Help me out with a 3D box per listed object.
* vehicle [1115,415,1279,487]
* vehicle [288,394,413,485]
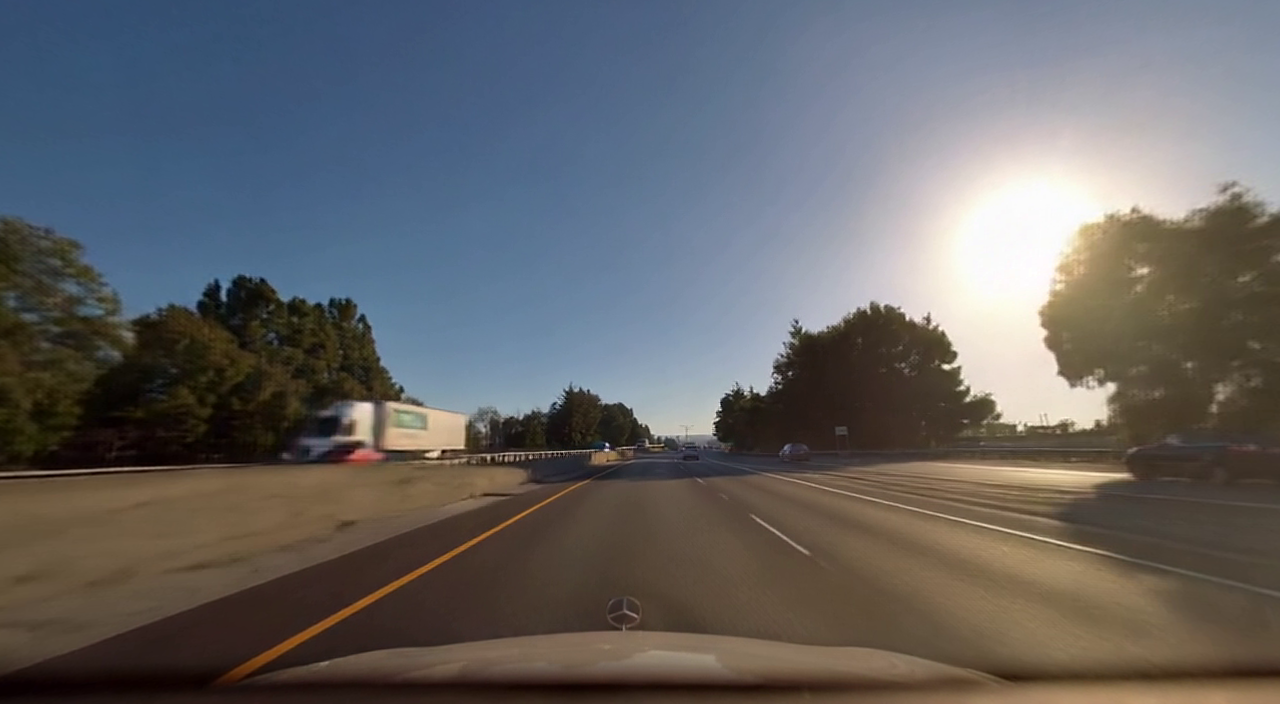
[{"bbox_3d":[16.477,2.831,18.038,2.061,1.776,4.476,0,-9,-3],"label":"vehicle"},{"bbox_3d":[-14.039,4.388,31.220,2.989,4.026,5.892,-1,-9,4],"label":"vehicle"}]
